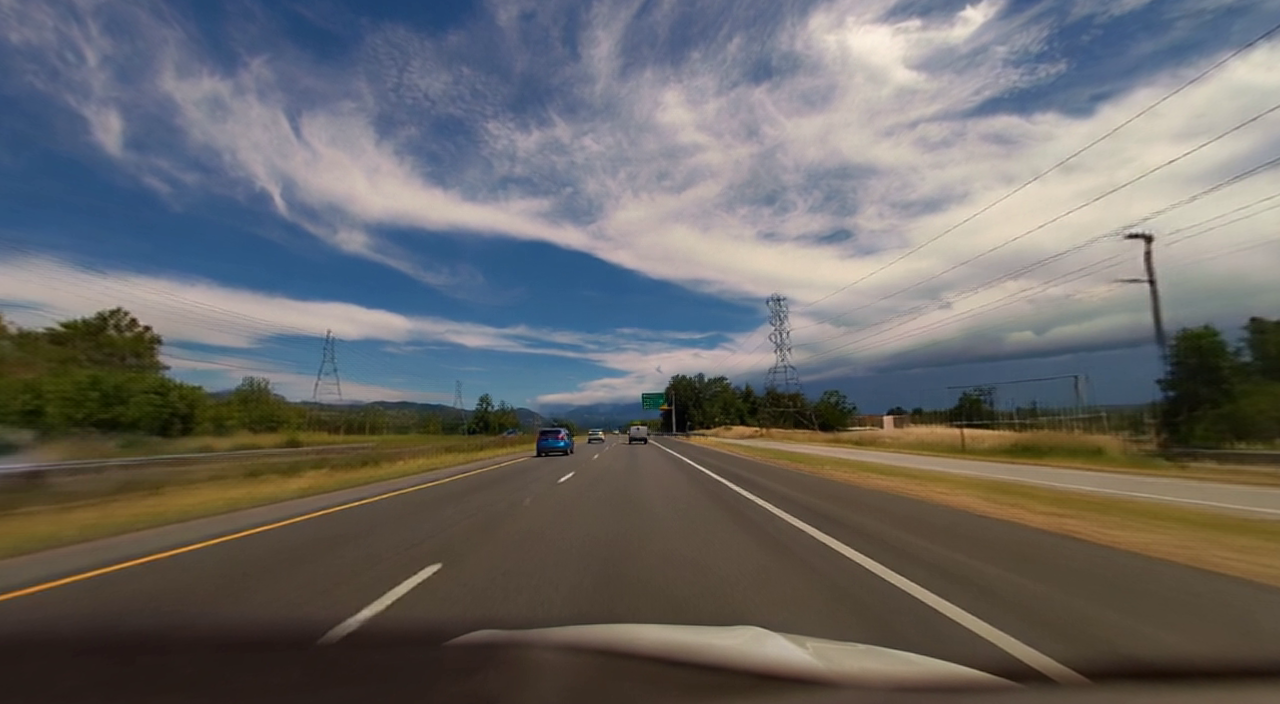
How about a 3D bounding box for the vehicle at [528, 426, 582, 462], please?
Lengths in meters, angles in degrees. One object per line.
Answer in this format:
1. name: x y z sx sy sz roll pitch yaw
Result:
1. vehicle: -3.957 4.340 29.940 2.023 1.580 4.259 0 -8 -1
